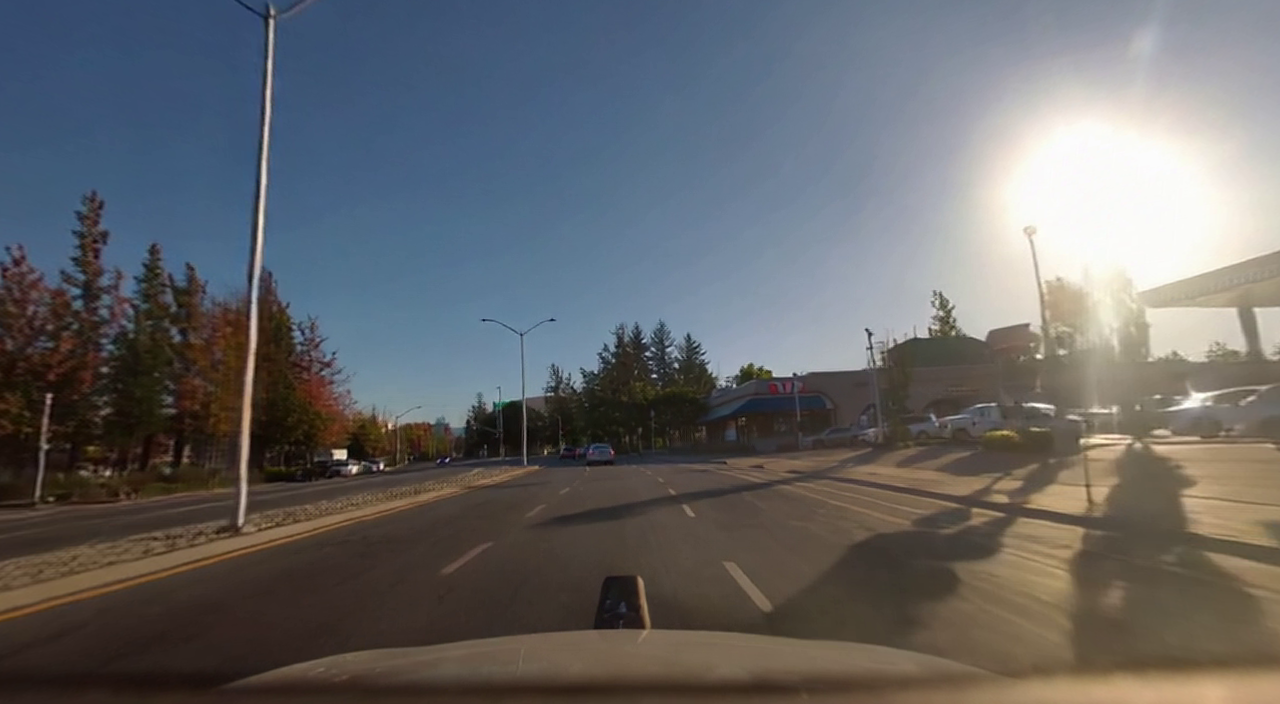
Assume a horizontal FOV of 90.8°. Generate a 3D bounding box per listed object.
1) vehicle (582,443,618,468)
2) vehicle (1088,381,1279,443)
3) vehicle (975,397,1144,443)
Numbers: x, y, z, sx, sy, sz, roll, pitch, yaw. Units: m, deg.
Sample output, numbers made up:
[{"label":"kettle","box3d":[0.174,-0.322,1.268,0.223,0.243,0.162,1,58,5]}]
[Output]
[{"label":"vehicle","box3d":[-2.893,7.201,44.326,2.197,1.642,4.312,1,-8,-8]},{"label":"vehicle","box3d":[15.614,1.726,17.632,4.527,1.620,2.120,-1,-8,3]},{"label":"vehicle","box3d":[15.152,2.511,22.996,4.742,1.602,1.999,0,-8,-2]}]
